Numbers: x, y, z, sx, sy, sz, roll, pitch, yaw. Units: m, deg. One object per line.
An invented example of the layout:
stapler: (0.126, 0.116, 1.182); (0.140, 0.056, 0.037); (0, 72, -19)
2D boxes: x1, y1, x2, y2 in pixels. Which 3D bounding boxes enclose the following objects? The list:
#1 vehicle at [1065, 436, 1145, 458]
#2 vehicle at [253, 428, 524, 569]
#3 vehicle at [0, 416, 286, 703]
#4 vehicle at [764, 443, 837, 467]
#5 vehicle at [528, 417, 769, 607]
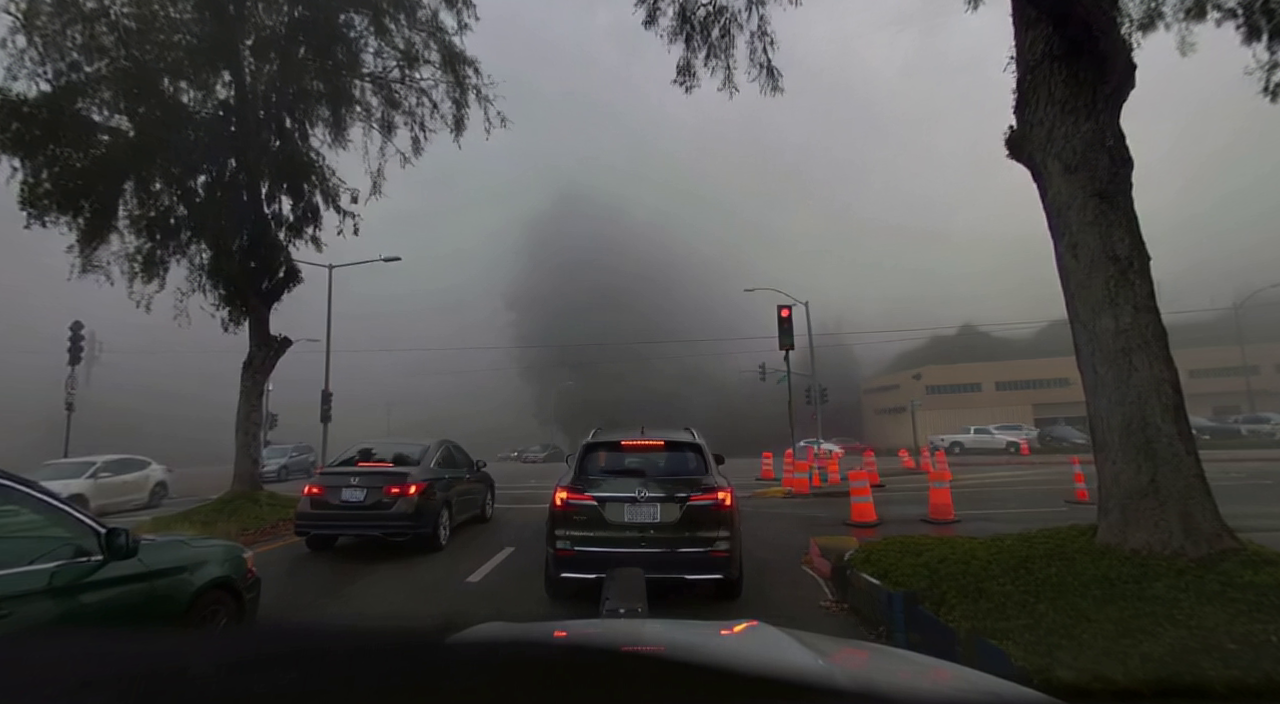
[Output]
vehicle: (36.885, 7.530, 49.969); (4.791, 1.635, 1.857); (0, -9, 1)
vehicle: (-3.272, 1.998, 9.450); (1.989, 1.541, 4.626); (0, -9, 2)
vehicle: (-3.600, 0.947, 2.145); (1.964, 1.497, 4.722); (0, -9, 1)
vehicle: (10.606, 6.833, 41.903); (4.579, 1.480, 1.819); (-1, -9, 12)
vehicle: (0.110, 1.628, 7.214); (2.021, 1.560, 3.676); (0, -9, 1)
